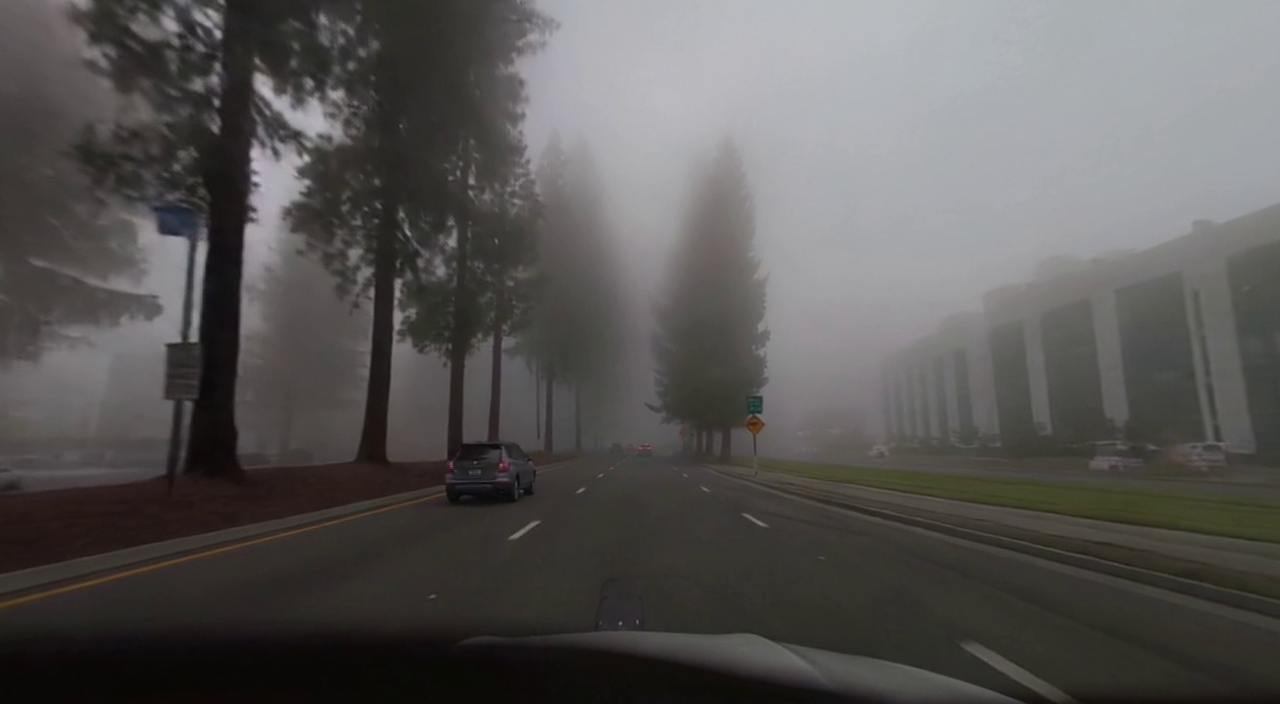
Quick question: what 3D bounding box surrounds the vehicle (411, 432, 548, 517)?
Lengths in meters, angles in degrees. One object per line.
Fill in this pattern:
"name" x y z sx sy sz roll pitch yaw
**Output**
"vehicle" -3.354 2.644 14.117 1.942 1.588 4.172 0 -9 0
